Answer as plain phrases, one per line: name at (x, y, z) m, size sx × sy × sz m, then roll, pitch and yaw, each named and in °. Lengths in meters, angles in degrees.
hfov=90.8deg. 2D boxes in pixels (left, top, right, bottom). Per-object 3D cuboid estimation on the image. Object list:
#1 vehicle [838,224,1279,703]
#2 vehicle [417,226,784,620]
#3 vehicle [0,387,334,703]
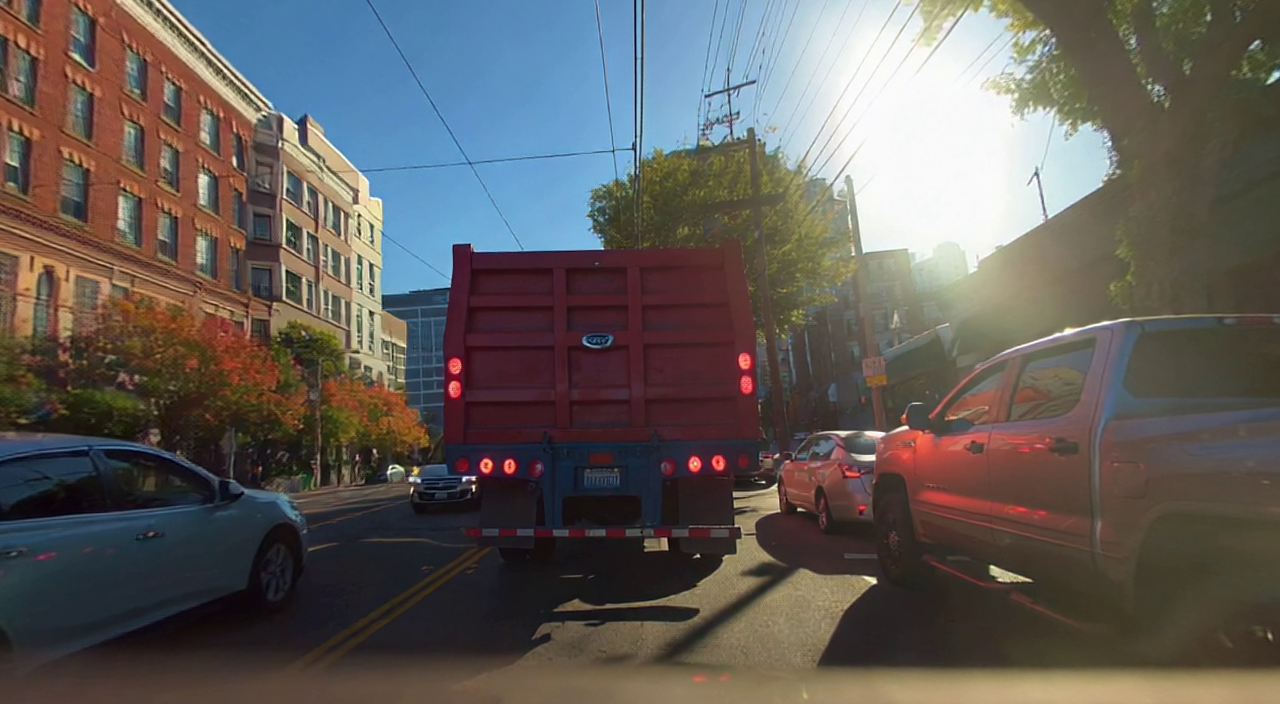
vehicle at (3.237, 0.846, 3.846) m, size 2.242 × 1.979 × 5.722 m, roll 0°, pitch -8°, yaw 1°
vehicle at (-0.236, 1.116, 9.268) m, size 2.878 × 3.204 × 8.244 m, roll 0°, pitch -8°, yaw 1°
vehicle at (-4.119, 1.157, 4.083) m, size 1.988 × 1.657 × 4.492 m, roll 0°, pitch -8°, yaw 0°
